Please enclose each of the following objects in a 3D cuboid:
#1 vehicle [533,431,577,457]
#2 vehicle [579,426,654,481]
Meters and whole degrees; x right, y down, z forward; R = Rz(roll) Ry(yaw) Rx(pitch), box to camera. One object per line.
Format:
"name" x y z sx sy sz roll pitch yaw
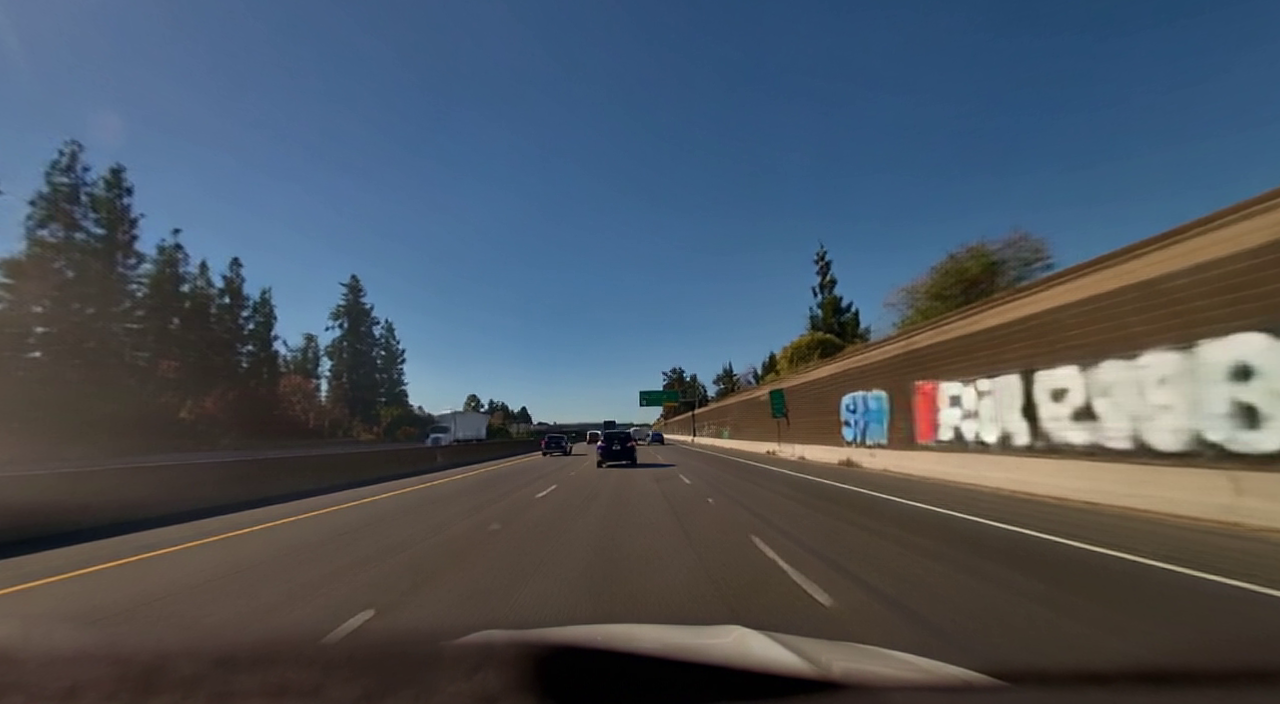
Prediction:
"vehicle" -4.941 5.448 37.304 2.022 1.440 4.491 0 -8 0
"vehicle" -0.685 3.044 19.149 2.044 1.477 3.693 0 -8 -1
